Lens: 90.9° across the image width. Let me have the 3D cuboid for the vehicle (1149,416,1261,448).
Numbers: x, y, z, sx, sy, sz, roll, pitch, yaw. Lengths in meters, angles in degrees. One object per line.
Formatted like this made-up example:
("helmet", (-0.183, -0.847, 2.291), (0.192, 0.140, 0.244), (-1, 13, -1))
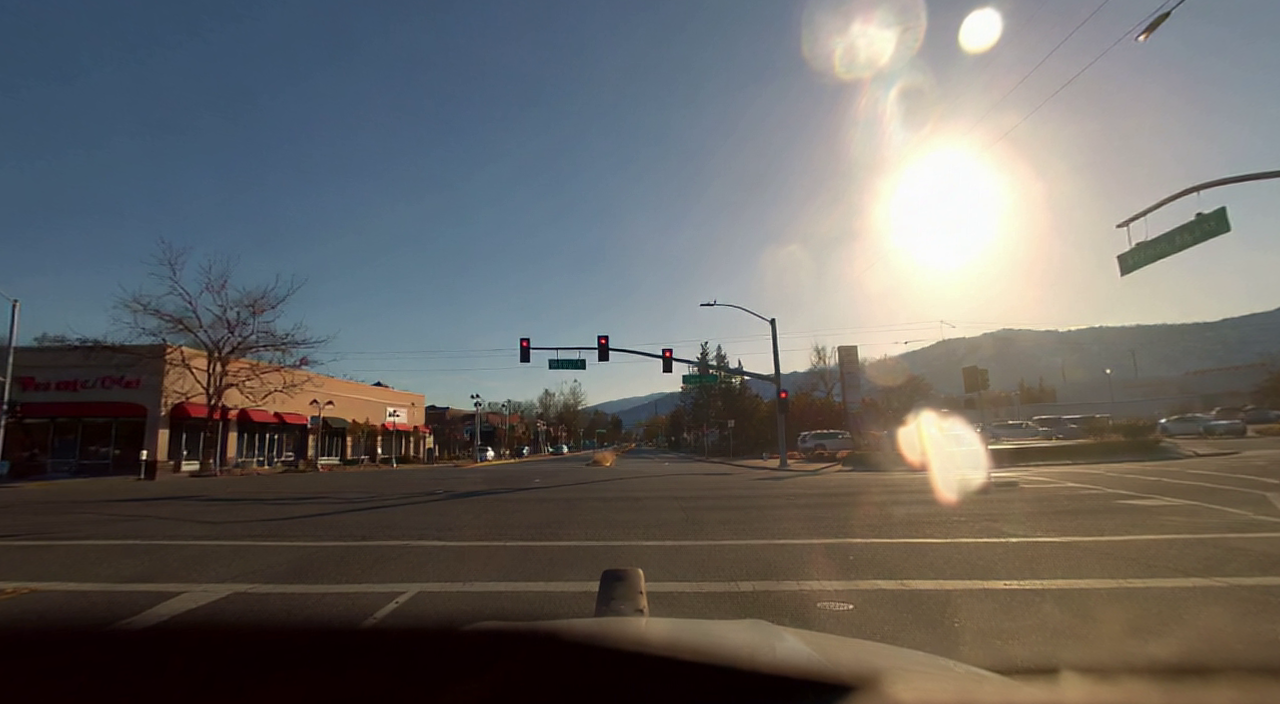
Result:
("vehicle", (28.274, 4.079, 31.729), (1.799, 1.459, 4.266), (0, -8, 3))
